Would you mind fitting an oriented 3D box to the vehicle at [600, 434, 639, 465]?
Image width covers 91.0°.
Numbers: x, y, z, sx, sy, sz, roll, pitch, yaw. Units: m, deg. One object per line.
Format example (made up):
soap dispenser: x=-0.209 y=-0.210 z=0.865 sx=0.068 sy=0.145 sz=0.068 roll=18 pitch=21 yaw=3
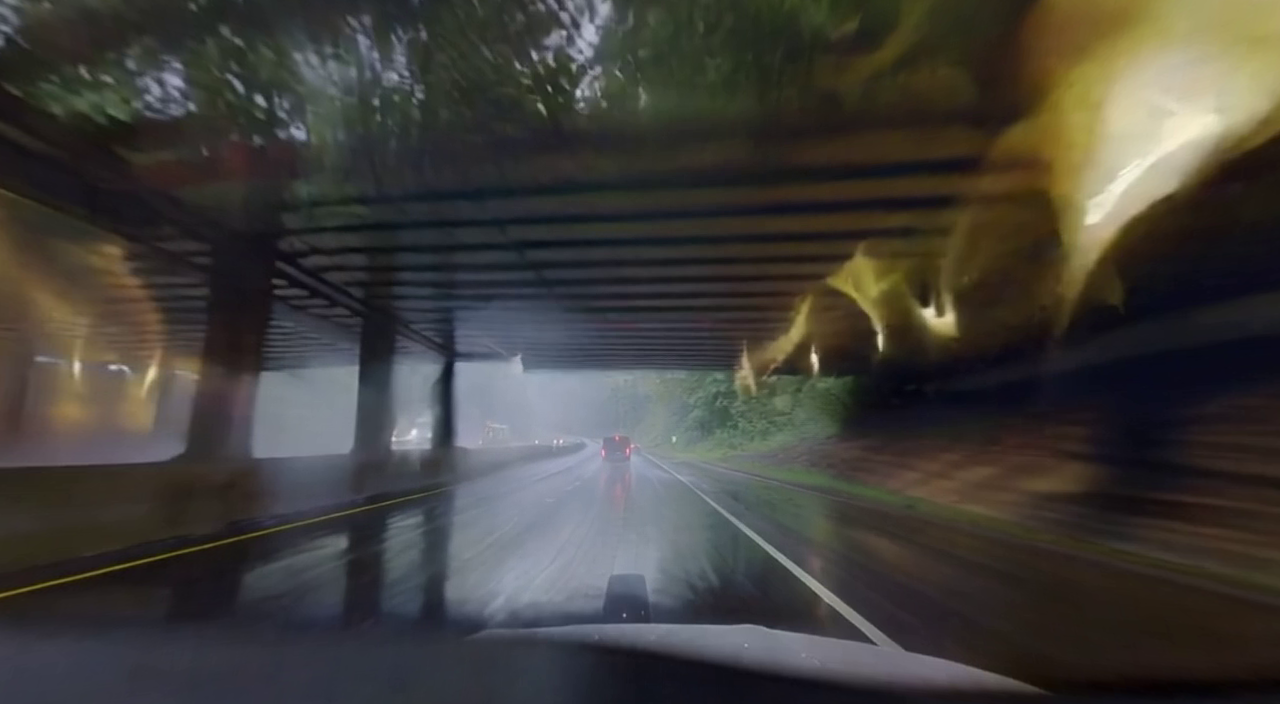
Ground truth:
vehicle: x=-1.367 y=6.388 z=41.319 sx=2.372 sy=1.891 sz=5.061 roll=0 pitch=-8 yaw=-2
